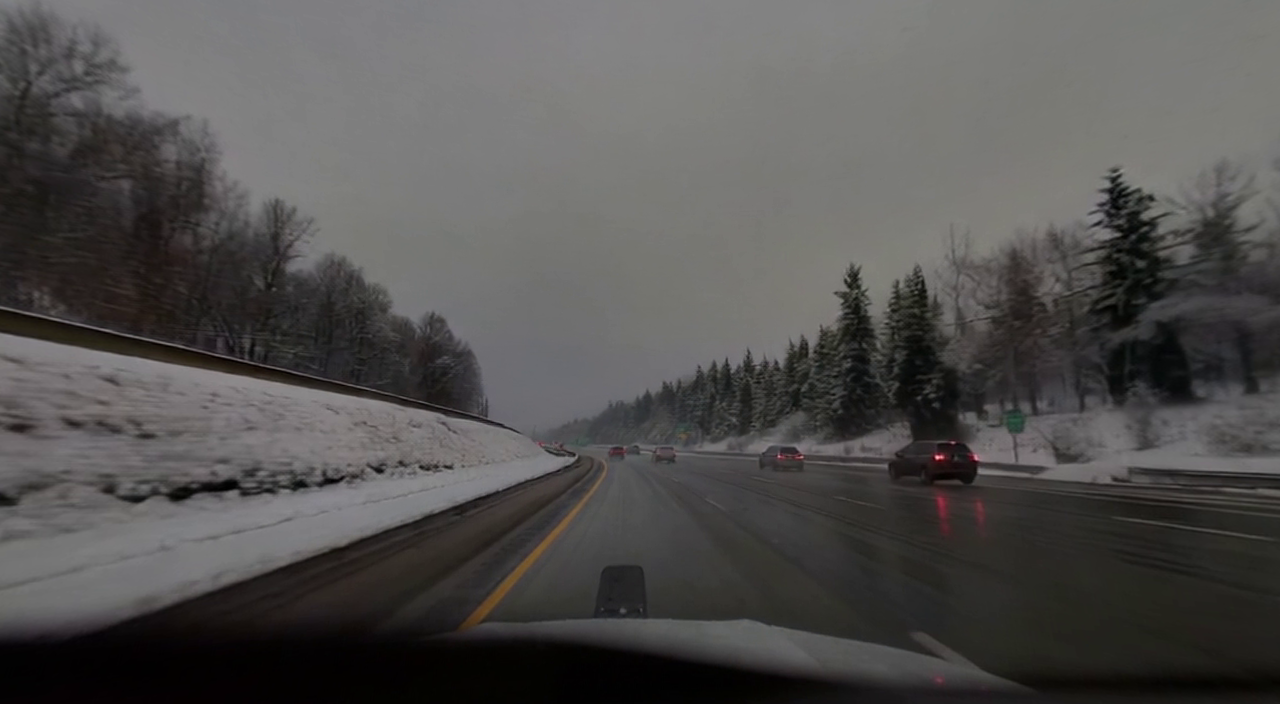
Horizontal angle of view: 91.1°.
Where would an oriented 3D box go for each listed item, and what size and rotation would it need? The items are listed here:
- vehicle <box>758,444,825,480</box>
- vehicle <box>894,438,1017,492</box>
[{"bbox_3d":[6.787,4.930,28.462,1.940,1.482,3.644,1,-8,-3],"label":"vehicle"},{"bbox_3d":[10.661,3.832,21.644,1.986,1.644,4.126,0,-8,-2],"label":"vehicle"}]
